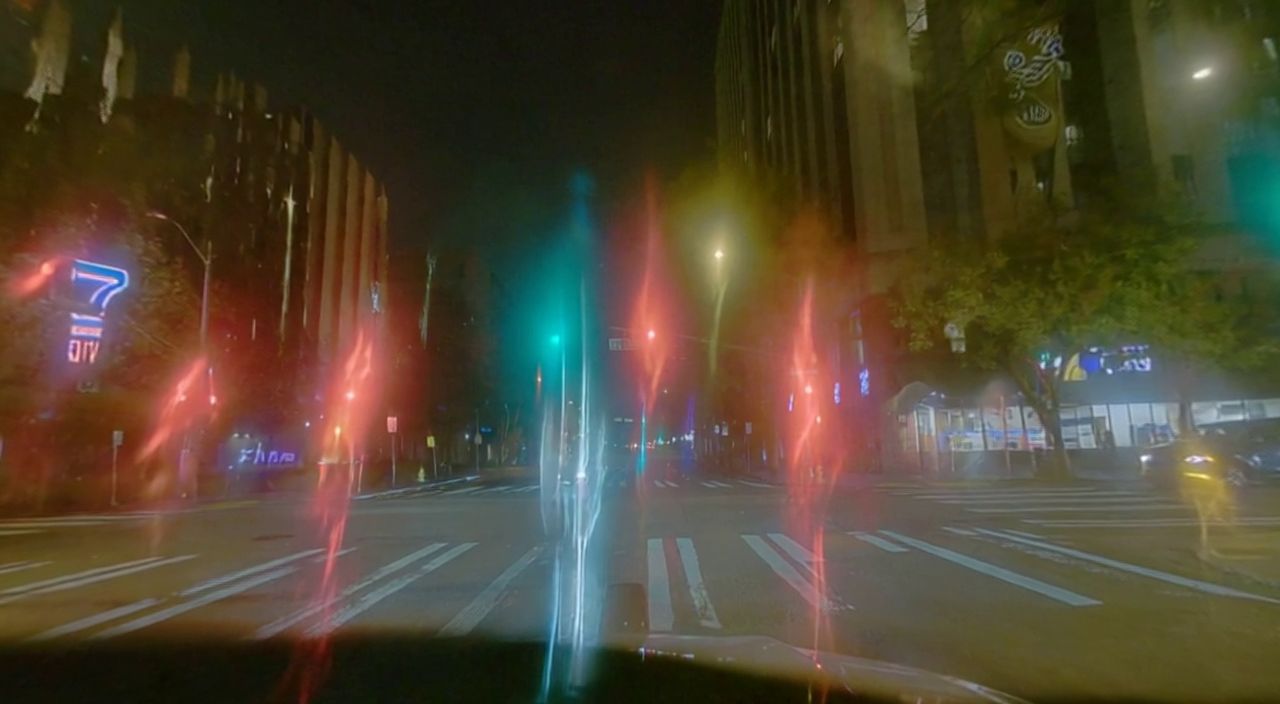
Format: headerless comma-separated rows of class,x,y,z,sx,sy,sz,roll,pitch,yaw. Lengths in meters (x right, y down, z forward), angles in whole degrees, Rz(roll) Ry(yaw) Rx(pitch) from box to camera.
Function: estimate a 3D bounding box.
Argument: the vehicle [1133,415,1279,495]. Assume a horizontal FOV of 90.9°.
vehicle,15.384,2.504,15.478,4.836,1.795,1.957,0,-9,0
